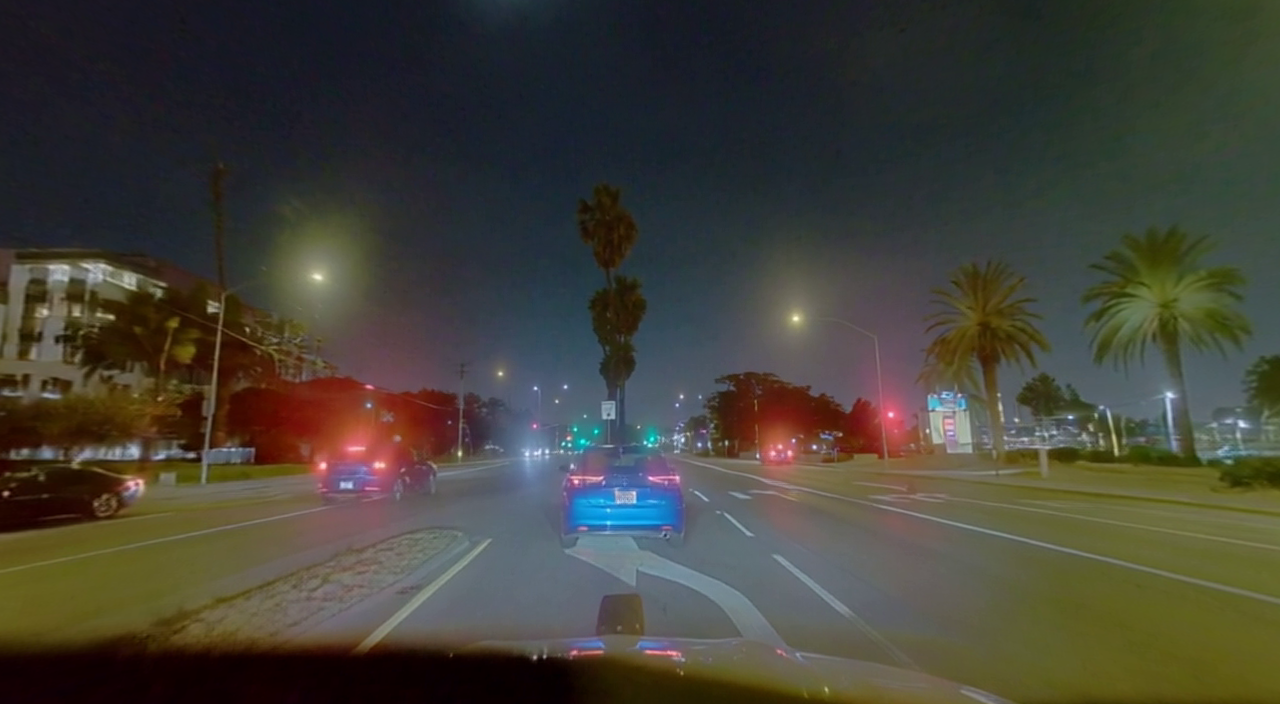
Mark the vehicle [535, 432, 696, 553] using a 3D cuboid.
[{"bbox_3d":[-0.639,2.079,10.152,1.986,1.473,4.382,1,-9,-10],"label":"vehicle"}]

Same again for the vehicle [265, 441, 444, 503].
[{"bbox_3d":[-8.000,3.297,17.736,4.457,1.552,2.095,-4,-10,25],"label":"vehicle"}]

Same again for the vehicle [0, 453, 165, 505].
[{"bbox_3d":[-17.865,3.888,19.641,4.585,1.479,2.088,-1,-9,4],"label":"vehicle"}]
